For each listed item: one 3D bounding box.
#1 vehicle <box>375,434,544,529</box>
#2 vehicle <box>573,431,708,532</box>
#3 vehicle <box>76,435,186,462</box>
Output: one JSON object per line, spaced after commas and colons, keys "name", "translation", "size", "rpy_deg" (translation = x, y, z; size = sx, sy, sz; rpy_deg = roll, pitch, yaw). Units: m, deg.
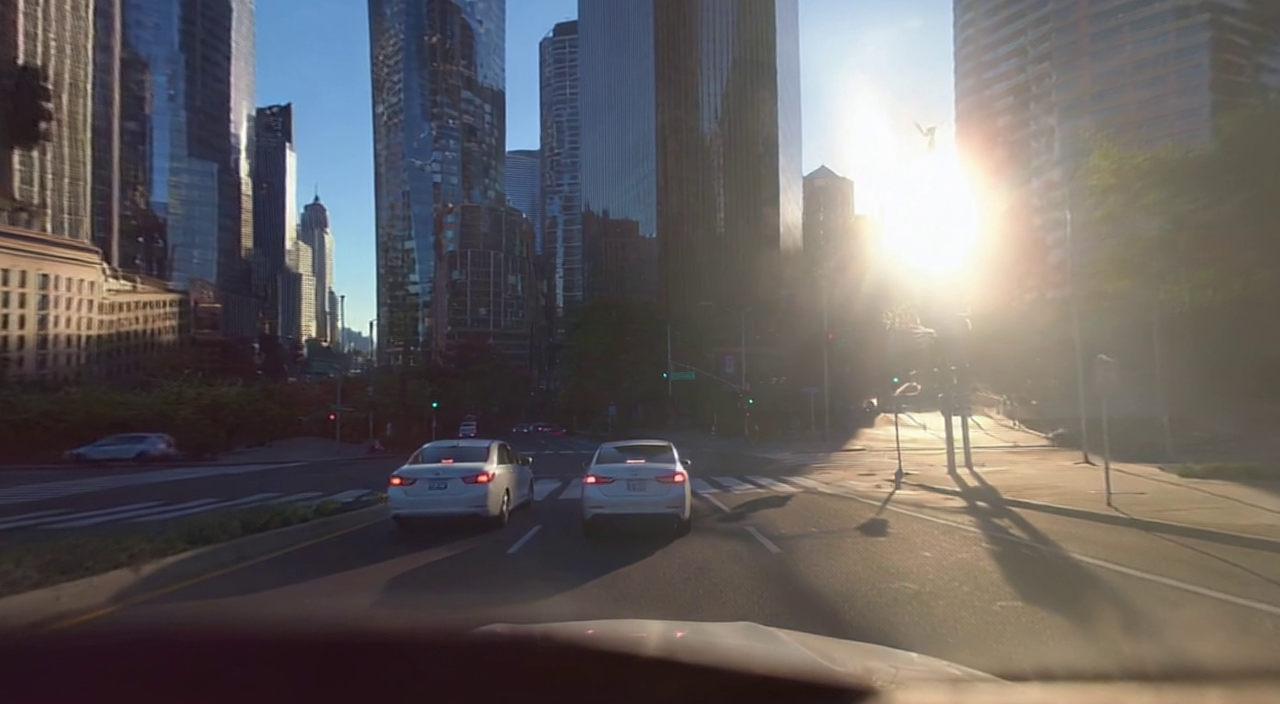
{"name": "vehicle", "translation": [-3.207, 2.394, 12.351], "size": [1.995, 1.479, 4.627], "rpy_deg": [0, -8, -1]}
{"name": "vehicle", "translation": [-0.047, 2.220, 11.397], "size": [2.016, 1.478, 3.795], "rpy_deg": [0, -8, -2]}
{"name": "vehicle", "translation": [-29.938, 5.687, 37.308], "size": [4.533, 1.520, 1.887], "rpy_deg": [2, -9, -14]}
